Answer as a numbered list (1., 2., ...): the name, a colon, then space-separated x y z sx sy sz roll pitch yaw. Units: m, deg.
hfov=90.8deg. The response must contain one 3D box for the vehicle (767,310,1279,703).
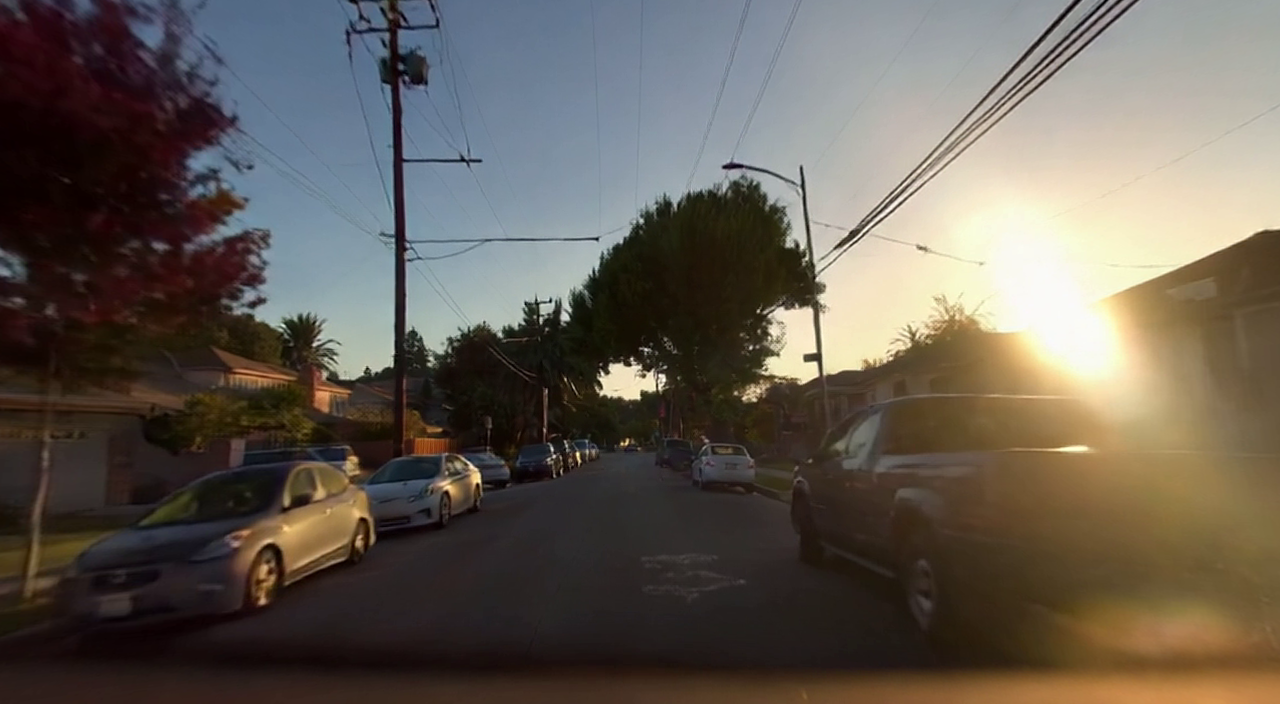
1. vehicle: 2.858 1.163 5.566 2.292 1.981 5.277 0 -8 -1

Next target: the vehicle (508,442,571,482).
1. vehicle: -4.516 5.019 29.134 2.123 1.636 4.481 0 -8 0

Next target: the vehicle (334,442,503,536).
1. vehicle: -4.253 2.674 13.085 1.814 1.548 4.802 0 -8 -1

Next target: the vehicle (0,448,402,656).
1. vehicle: -4.144 1.792 6.743 1.782 1.487 3.974 0 -8 -2

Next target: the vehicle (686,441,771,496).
1. vehicle: 2.526 3.427 19.018 1.881 1.460 4.007 0 -8 -2
